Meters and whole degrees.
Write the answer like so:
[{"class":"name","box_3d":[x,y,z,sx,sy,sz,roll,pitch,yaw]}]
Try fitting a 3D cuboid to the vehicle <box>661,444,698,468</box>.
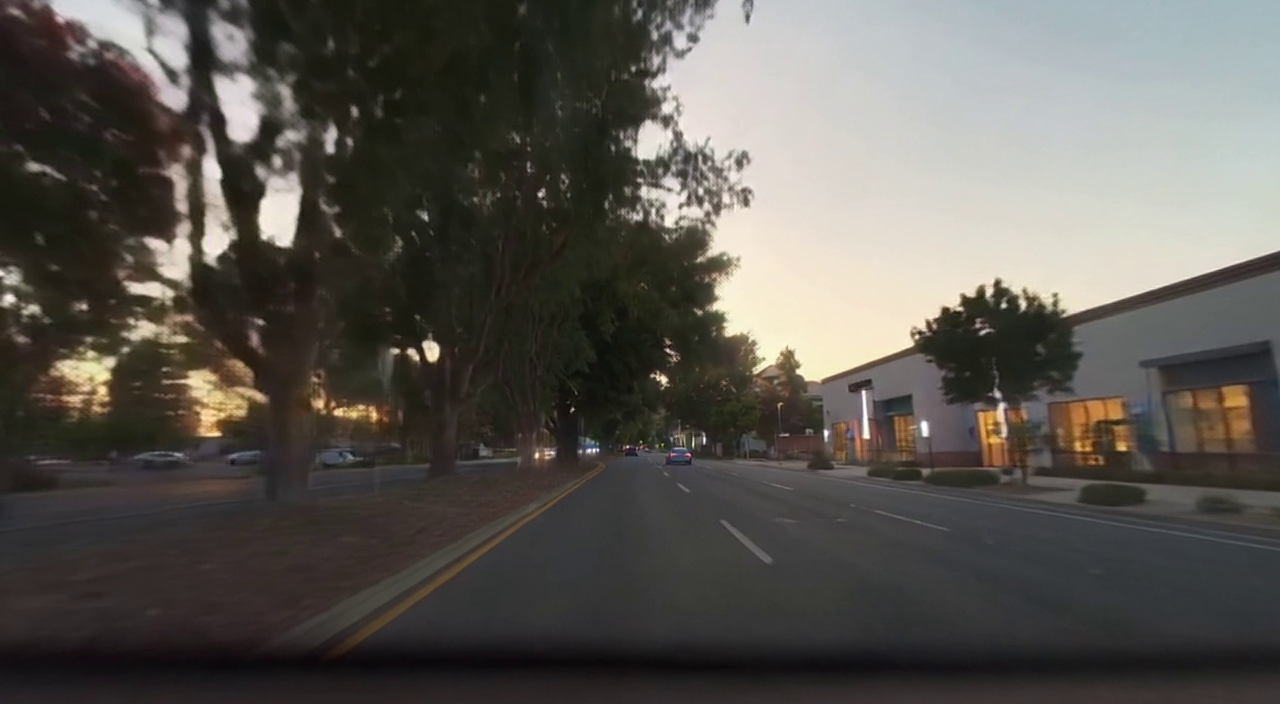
[{"class":"vehicle","box_3d":[2.557,6.842,41.485,2.015,1.479,4.444,0,-9,-2]}]
